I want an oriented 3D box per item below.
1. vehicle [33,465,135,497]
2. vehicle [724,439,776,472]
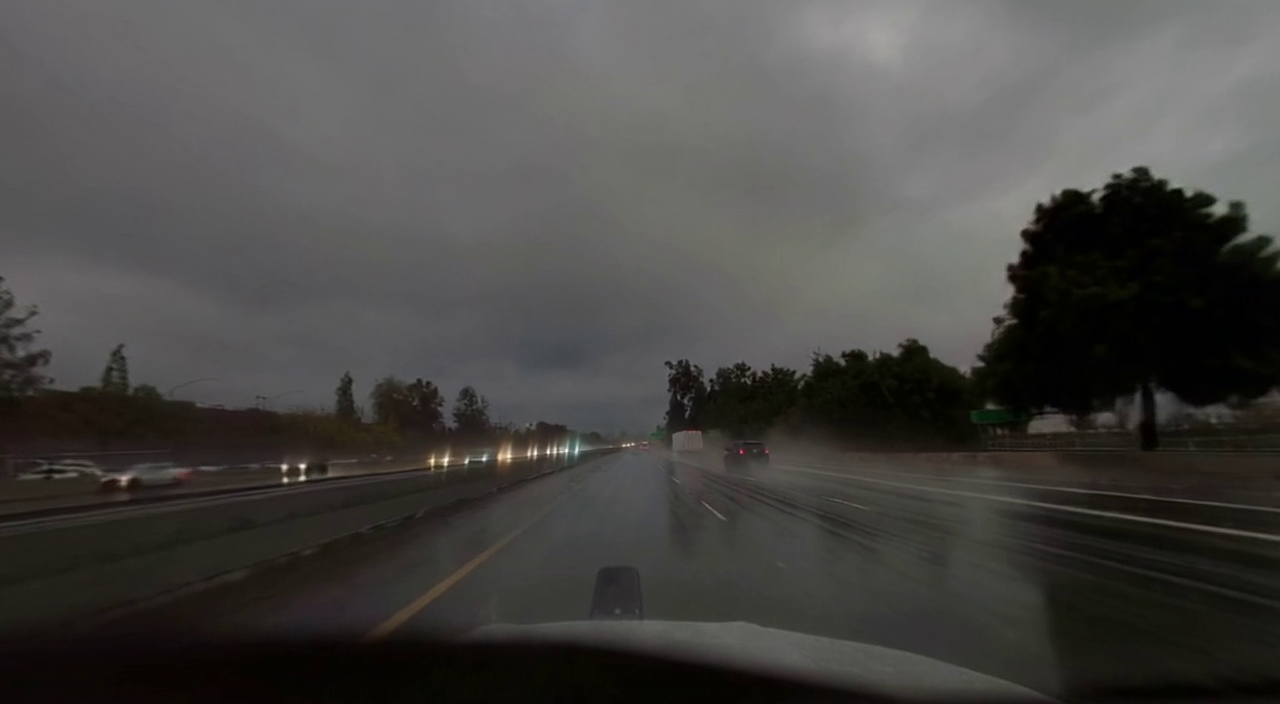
[{"bbox_3d":[-31.377,7.257,35.855,1.922,1.562,4.270,0,-9,-1],"label":"vehicle"},{"bbox_3d":[6.114,5.815,35.622,2.030,1.706,4.279,0,-9,-2],"label":"vehicle"}]
